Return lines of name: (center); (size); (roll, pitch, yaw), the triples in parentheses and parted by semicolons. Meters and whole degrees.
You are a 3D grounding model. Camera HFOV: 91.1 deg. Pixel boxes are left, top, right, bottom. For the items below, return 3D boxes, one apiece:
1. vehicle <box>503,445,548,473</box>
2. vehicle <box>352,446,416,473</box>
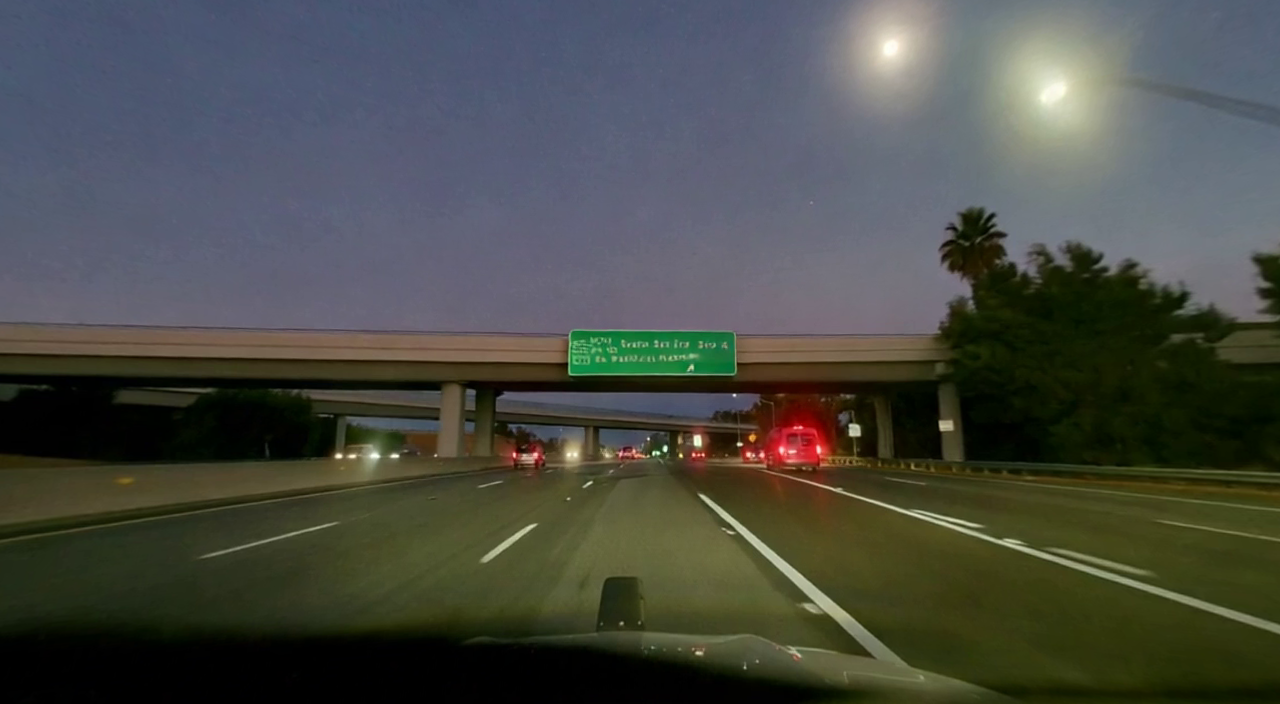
vehicle: (-7.008, 6.596, 38.863); (1.935, 1.633, 3.955); (0, -8, 1)
vehicle: (-15.689, 6.604, 38.757); (2.016, 1.537, 4.602); (0, -8, 1)
